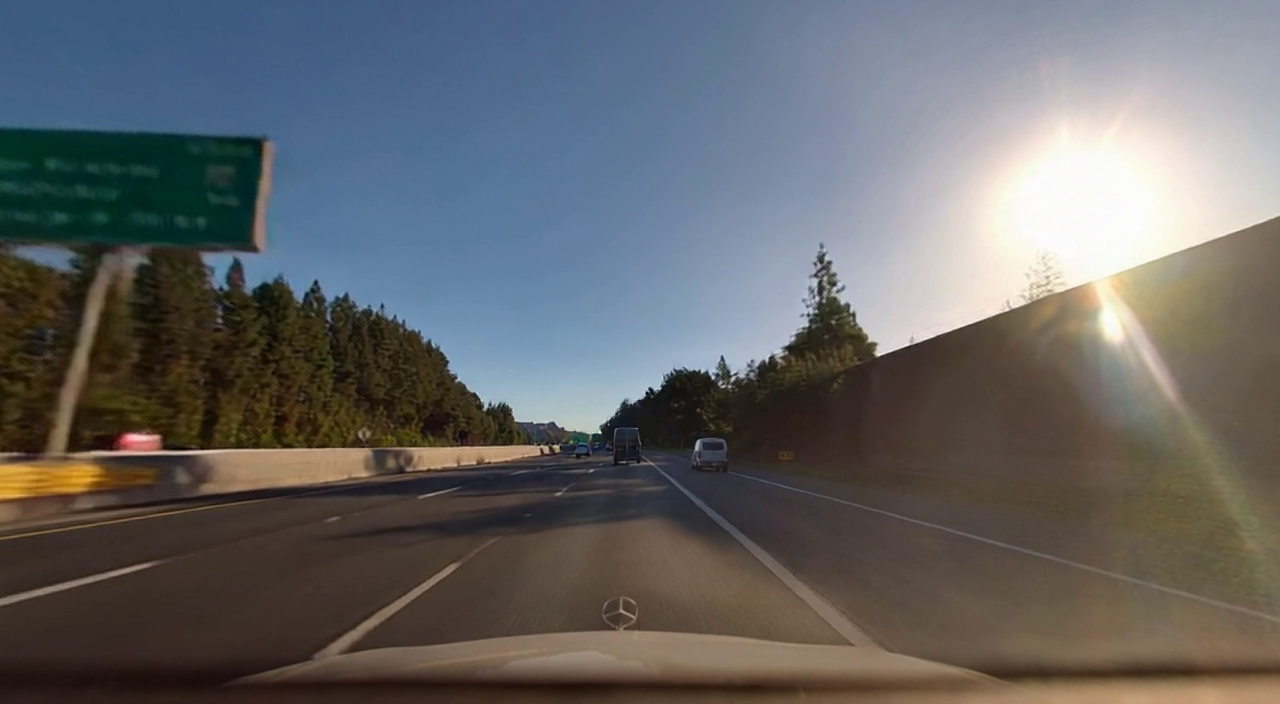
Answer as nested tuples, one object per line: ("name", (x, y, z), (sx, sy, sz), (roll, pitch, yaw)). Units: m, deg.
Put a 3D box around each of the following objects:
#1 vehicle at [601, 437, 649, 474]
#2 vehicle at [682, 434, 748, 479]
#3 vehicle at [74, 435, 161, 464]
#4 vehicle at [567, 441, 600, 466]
("vehicle", (-0.743, 5.302, 32.575), (2.297, 1.783, 4.355), (0, -8, -1))
("vehicle", (3.146, 4.505, 27.418), (2.160, 1.759, 4.214), (0, -8, -2))
("vehicle", (-29.082, 5.437, 35.304), (1.601, 1.485, 3.882), (-1, -8, -1))
("vehicle", (-4.123, 7.463, 46.750), (2.023, 1.709, 4.263), (0, -8, 0))
